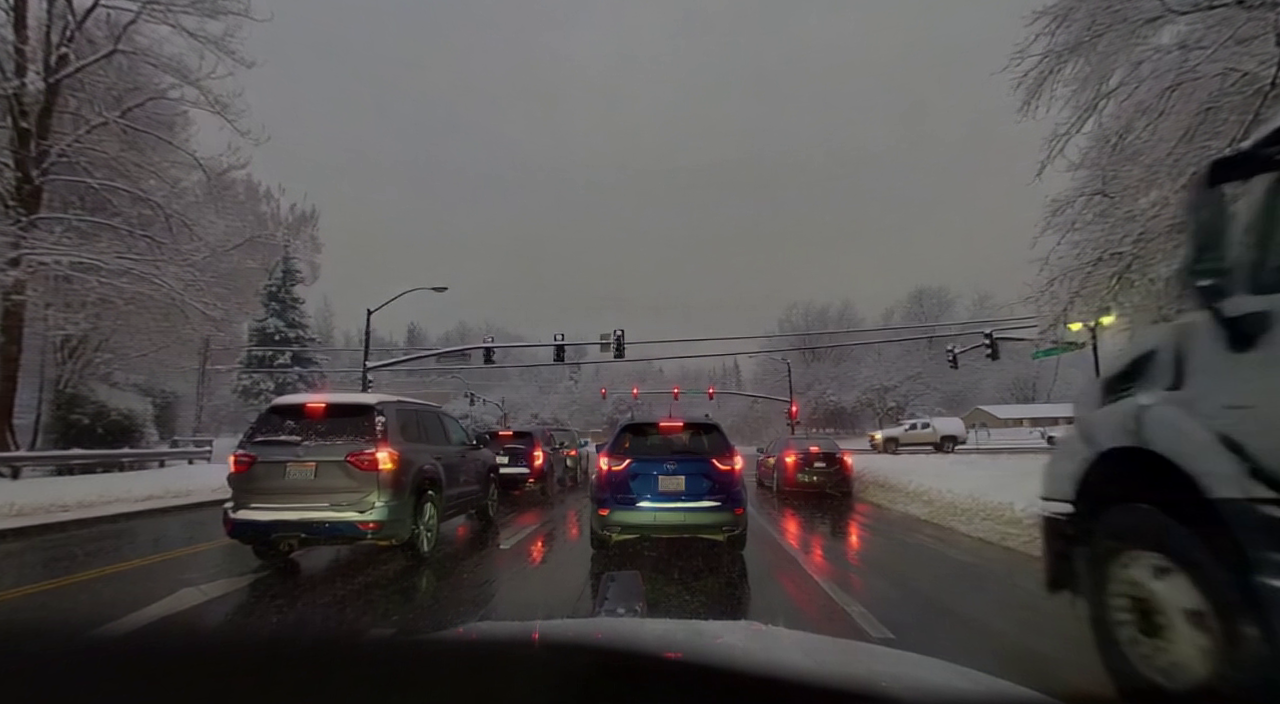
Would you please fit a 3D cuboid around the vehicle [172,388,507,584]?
[{"bbox_3d":[-3.251,1.562,8.084,2.085,1.812,4.388,0,-8,0],"label":"vehicle"}]

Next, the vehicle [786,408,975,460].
[{"bbox_3d":[15.690,5.525,41.778,11.206,3.112,2.993,-4,-9,23],"label":"vehicle"}]

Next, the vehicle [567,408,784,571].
[{"bbox_3d":[0.371,1.709,8.547,2.189,1.649,4.171,0,-8,0],"label":"vehicle"}]

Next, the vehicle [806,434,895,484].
[{"bbox_3d":[7.450,3.805,22.707,2.067,1.599,4.251,-1,-8,5],"label":"vehicle"}]
